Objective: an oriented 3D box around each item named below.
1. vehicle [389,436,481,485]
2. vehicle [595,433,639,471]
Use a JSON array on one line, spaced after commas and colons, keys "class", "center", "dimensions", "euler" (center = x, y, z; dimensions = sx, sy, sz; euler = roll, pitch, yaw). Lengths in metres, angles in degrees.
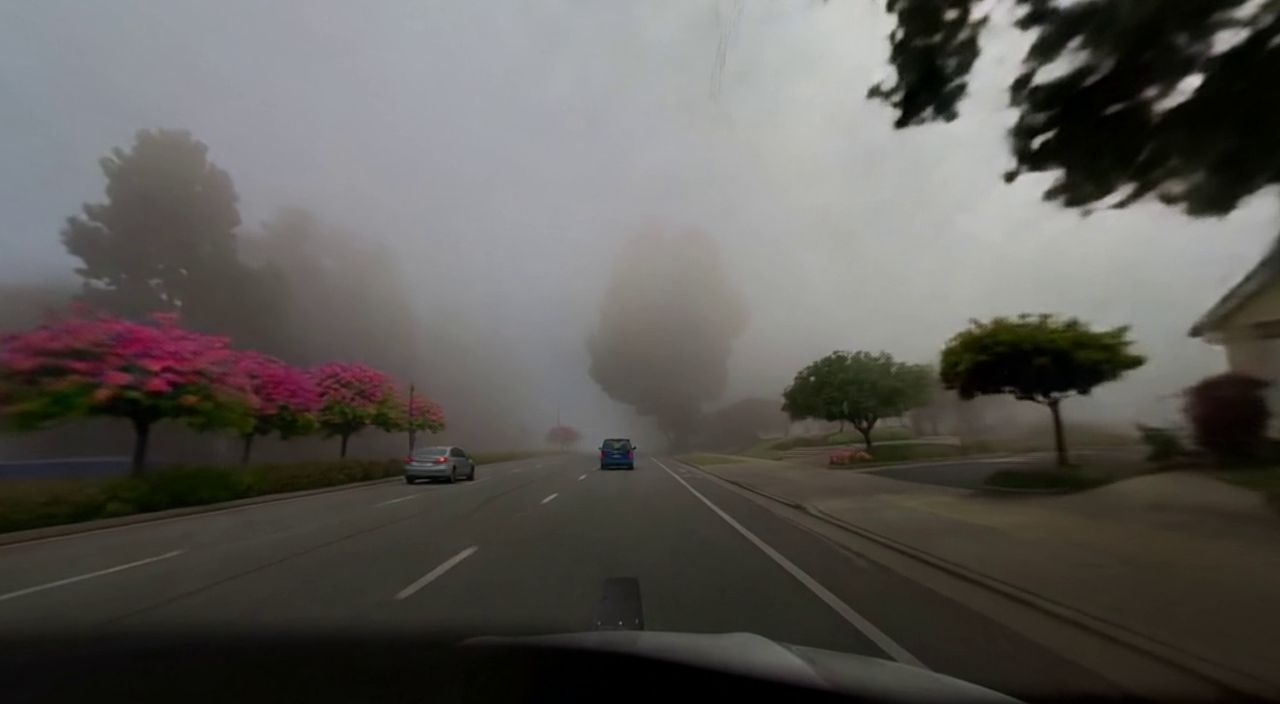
[{"class": "vehicle", "center": [-7.678, 4.087, 24.196], "dimensions": [1.993, 1.657, 4.487], "euler": [0, -8, 0]}, {"class": "vehicle", "center": [-1.077, 5.051, 32.213], "dimensions": [2.070, 1.764, 4.552], "euler": [0, -8, 0]}]
